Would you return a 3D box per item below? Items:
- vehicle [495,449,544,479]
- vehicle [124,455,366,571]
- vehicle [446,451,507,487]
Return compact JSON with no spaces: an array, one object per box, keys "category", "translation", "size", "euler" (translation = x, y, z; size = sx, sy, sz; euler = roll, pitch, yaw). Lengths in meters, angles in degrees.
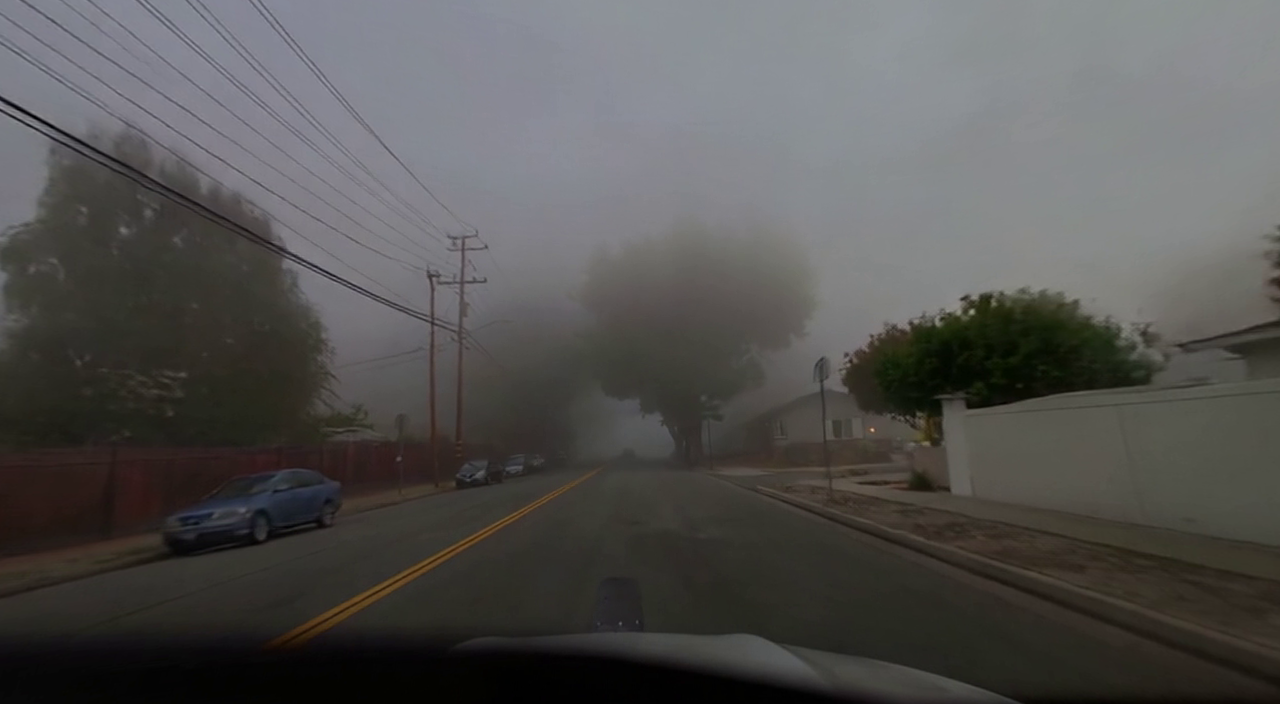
[{"category":"vehicle","translation":[-7.597,7.111,40.345],"size":[1.839,1.494,4.757],"euler":[-9,-9,2]},{"category":"vehicle","translation":[-7.202,2.896,12.154],"size":[1.869,1.442,4.344],"euler":[-9,-8,-1]},{"category":"vehicle","translation":[-7.732,5.551,30.238],"size":[1.949,1.512,3.818],"euler":[0,-8,-1]}]
